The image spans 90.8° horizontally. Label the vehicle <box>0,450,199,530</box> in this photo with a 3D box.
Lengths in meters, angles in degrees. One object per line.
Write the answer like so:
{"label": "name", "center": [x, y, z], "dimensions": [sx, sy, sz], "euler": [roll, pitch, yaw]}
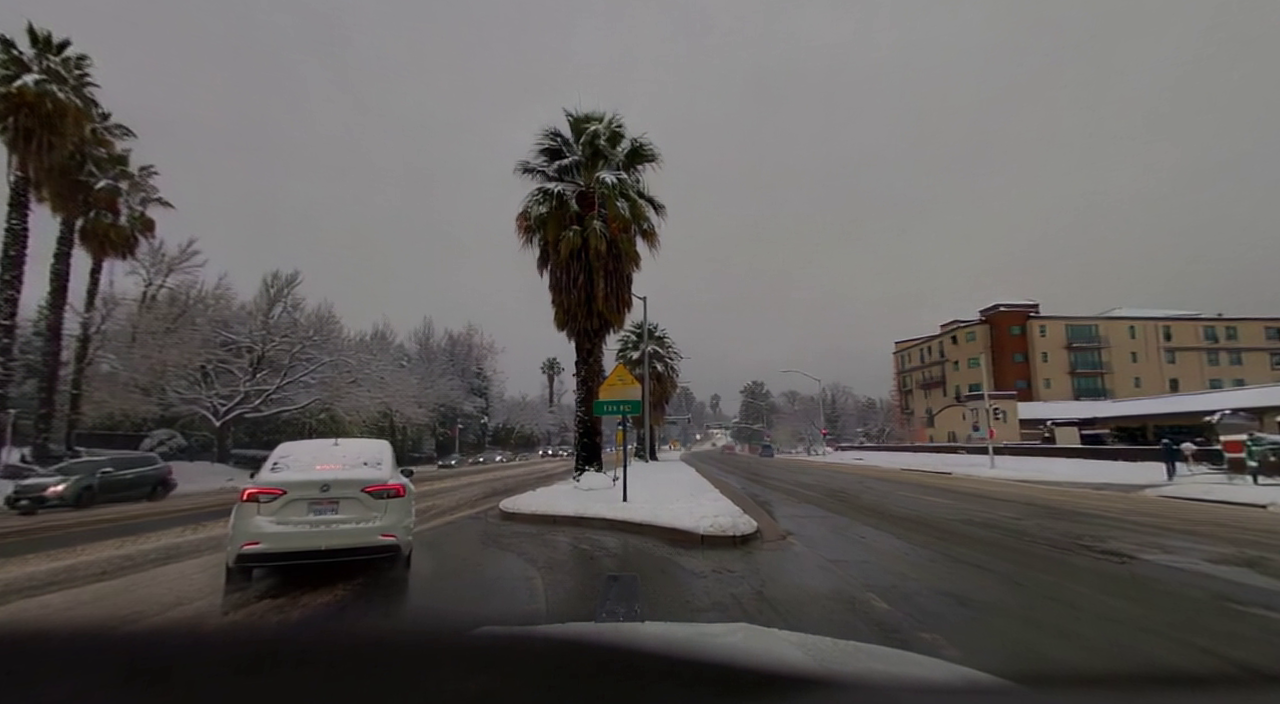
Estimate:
{"label": "vehicle", "center": [-12.593, 2.971, 14.233], "dimensions": [2.099, 1.464, 4.615], "euler": [0, -9, -2]}

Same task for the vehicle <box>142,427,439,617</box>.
{"label": "vehicle", "center": [-4.255, 1.683, 7.320], "dimensions": [1.986, 1.473, 4.382], "euler": [7, -11, -41]}
